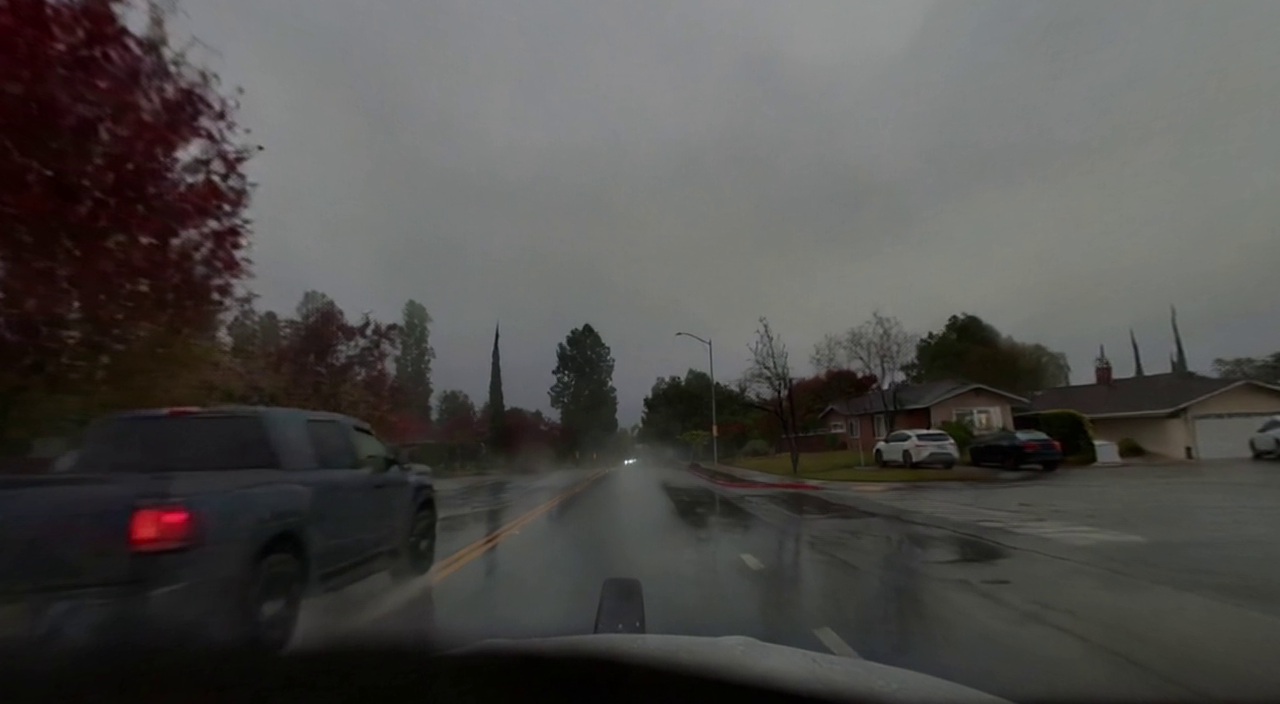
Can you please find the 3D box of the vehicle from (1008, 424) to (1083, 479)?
[{"bbox_3d":[13.864,3.409,21.763,1.860,1.697,4.292,-5,-10,30],"label":"vehicle"}]

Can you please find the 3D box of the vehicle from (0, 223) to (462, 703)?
[{"bbox_3d":[-2.958,0.961,4.042,2.210,2.023,4.663,0,-9,0],"label":"vehicle"}]

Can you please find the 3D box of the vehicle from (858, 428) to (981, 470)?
[{"bbox_3d":[9.436,3.355,21.839,1.922,1.263,4.664,0,-9,-3],"label":"vehicle"}]
